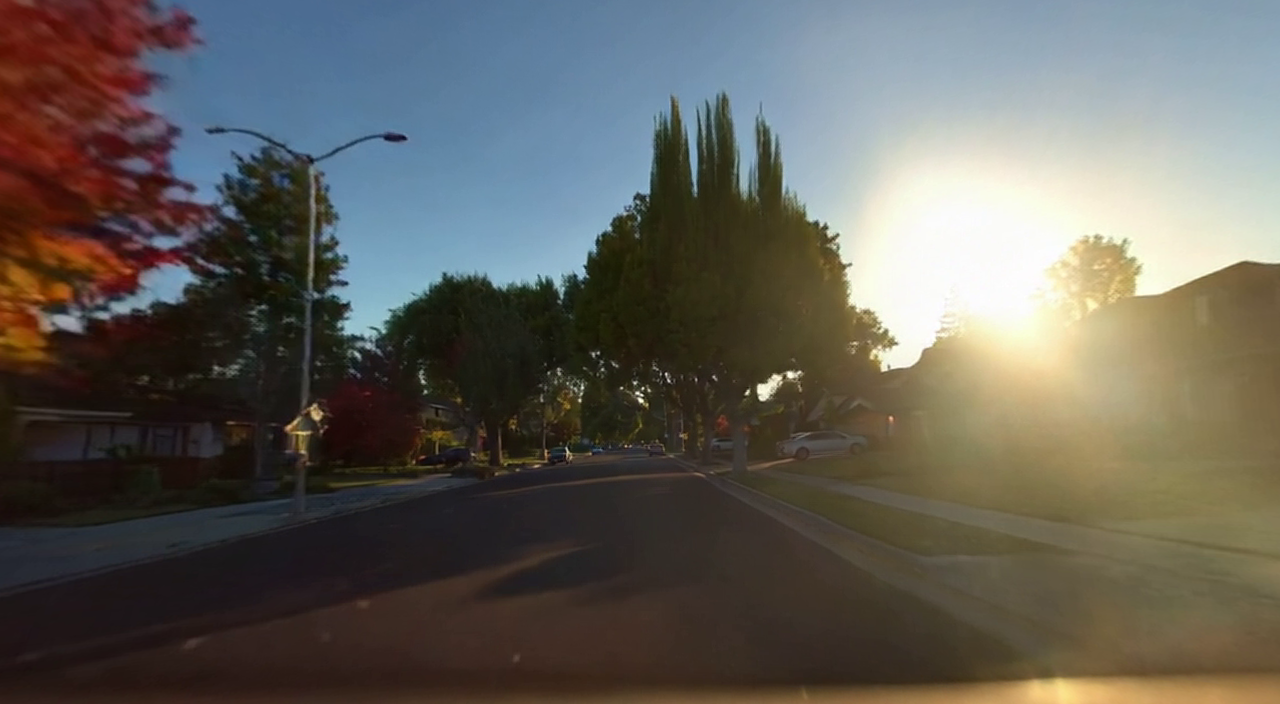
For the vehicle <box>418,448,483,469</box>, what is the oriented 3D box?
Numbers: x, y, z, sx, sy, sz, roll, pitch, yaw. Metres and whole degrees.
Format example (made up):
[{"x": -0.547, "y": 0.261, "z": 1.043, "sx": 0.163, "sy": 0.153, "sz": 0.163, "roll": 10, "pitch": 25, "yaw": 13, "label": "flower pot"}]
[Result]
[{"x": -14.524, "y": 8.178, "z": 48.593, "sx": 4.285, "sy": 1.483, "sz": 1.954, "roll": 0, "pitch": -9, "yaw": 0, "label": "vehicle"}]

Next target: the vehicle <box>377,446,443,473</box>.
[{"x": -14.184, "y": 6.633, "z": 39.245, "sx": 1.982, "sy": 1.596, "sz": 3.988, "roll": -2, "pitch": -9, "yaw": 12, "label": "vehicle"}]

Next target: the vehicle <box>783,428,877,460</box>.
[{"x": 10.438, "y": 5.125, "z": 35.027, "sx": 4.582, "sy": 1.680, "sz": 2.223, "roll": -1, "pitch": -9, "yaw": 4, "label": "vehicle"}]
